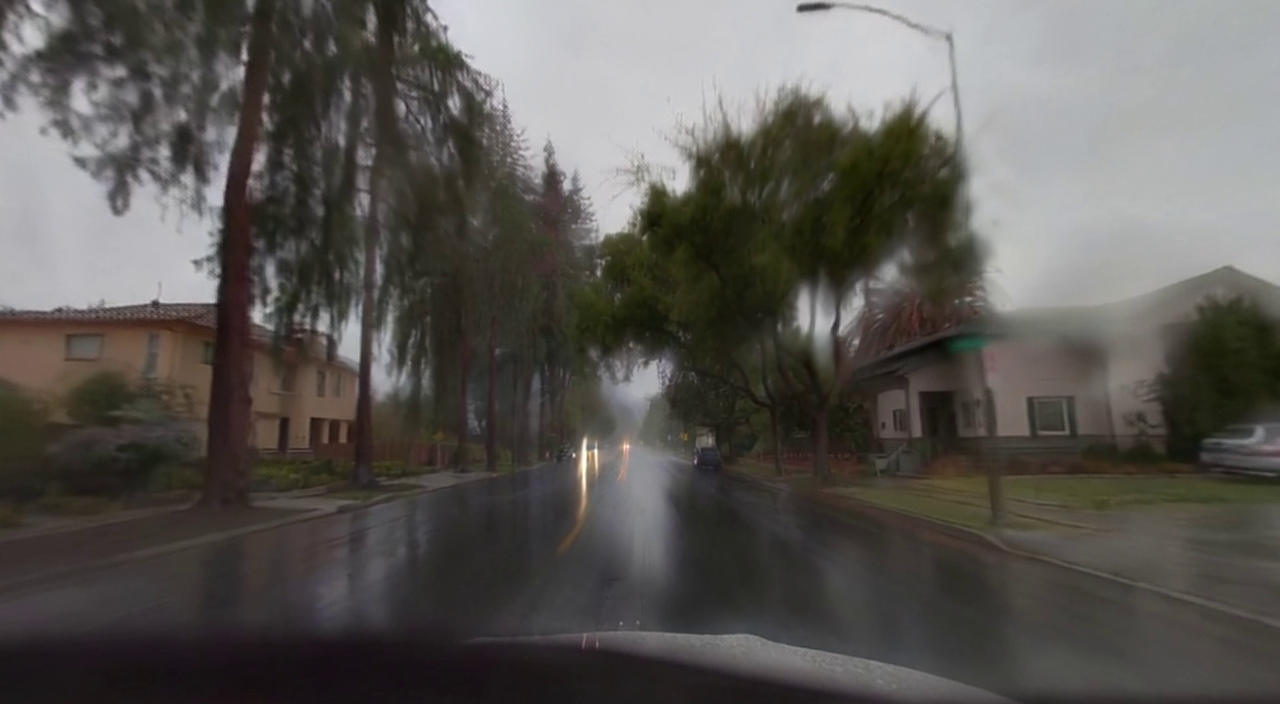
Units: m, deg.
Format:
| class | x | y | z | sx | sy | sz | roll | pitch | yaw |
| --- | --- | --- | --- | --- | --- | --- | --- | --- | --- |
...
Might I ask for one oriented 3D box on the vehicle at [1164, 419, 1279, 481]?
| class | x | y | z | sx | sy | sz | roll | pitch | yaw |
| --- | --- | --- | --- | --- | --- | --- | --- | --- | --- |
| vehicle | 16.669 | 2.531 | 16.443 | 4.257 | 1.473 | 1.999 | 0 | -8 | -1 |
